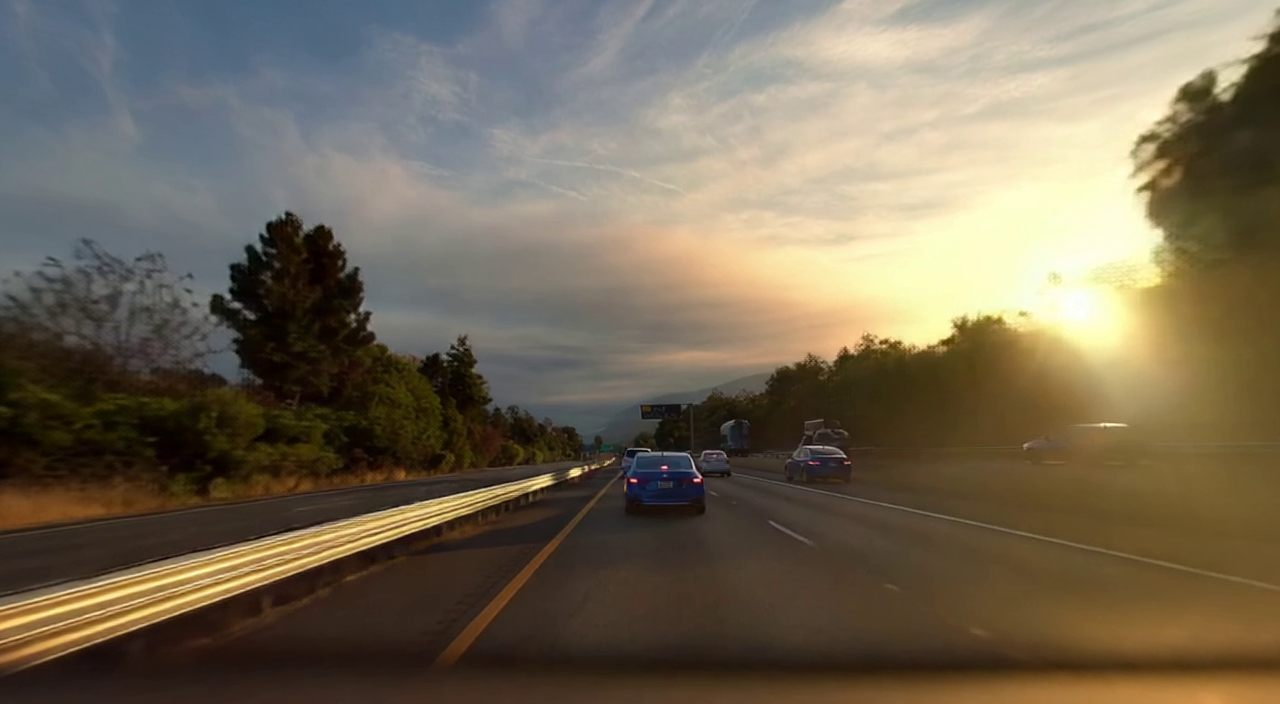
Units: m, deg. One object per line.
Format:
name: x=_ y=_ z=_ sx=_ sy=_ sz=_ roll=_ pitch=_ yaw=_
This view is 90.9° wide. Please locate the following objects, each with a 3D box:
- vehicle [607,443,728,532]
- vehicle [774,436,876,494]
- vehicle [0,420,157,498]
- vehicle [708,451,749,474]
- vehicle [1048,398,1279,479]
vehicle: x=0.444 y=2.631 z=12.776 sx=2.076 sy=1.485 sz=3.774 roll=0 pitch=-9 yaw=-1
vehicle: x=6.408 y=3.979 z=22.502 sx=2.177 sy=1.827 sz=4.565 roll=0 pitch=-9 yaw=-1
vehicle: x=-33.439 y=6.305 z=37.632 sx=2.902 sy=3.981 sz=7.819 roll=-3 pitch=-8 yaw=0
vehicle: x=5.978 y=7.497 z=43.102 sx=2.015 sy=1.454 sz=4.324 roll=0 pitch=-9 yaw=-2
vehicle: x=31.635 y=5.383 z=38.371 sx=2.822 sy=3.996 sz=14.073 roll=1 pitch=-9 yaw=-7
